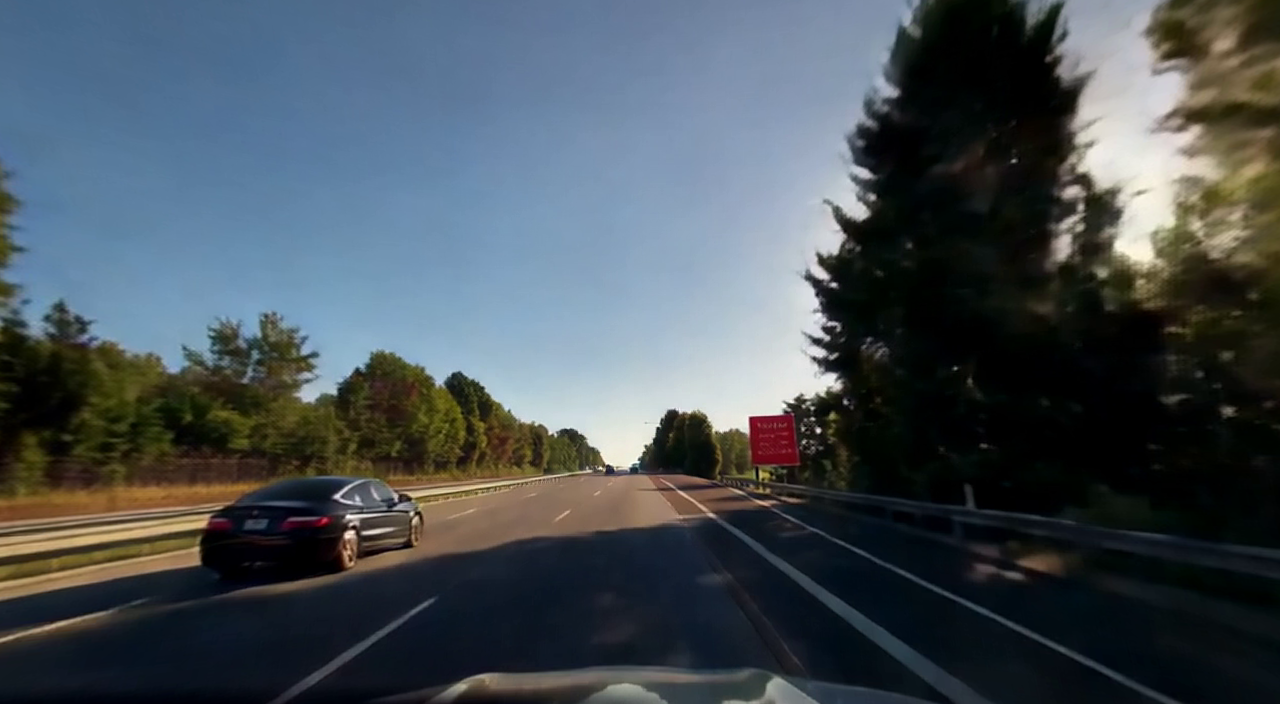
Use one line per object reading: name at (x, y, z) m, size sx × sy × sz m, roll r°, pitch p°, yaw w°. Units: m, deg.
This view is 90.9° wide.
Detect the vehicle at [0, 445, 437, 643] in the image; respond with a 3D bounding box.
vehicle at (-4.170, 1.869, 7.112) m, size 2.183 × 1.435 × 4.653 m, roll 1°, pitch -10°, yaw 0°
